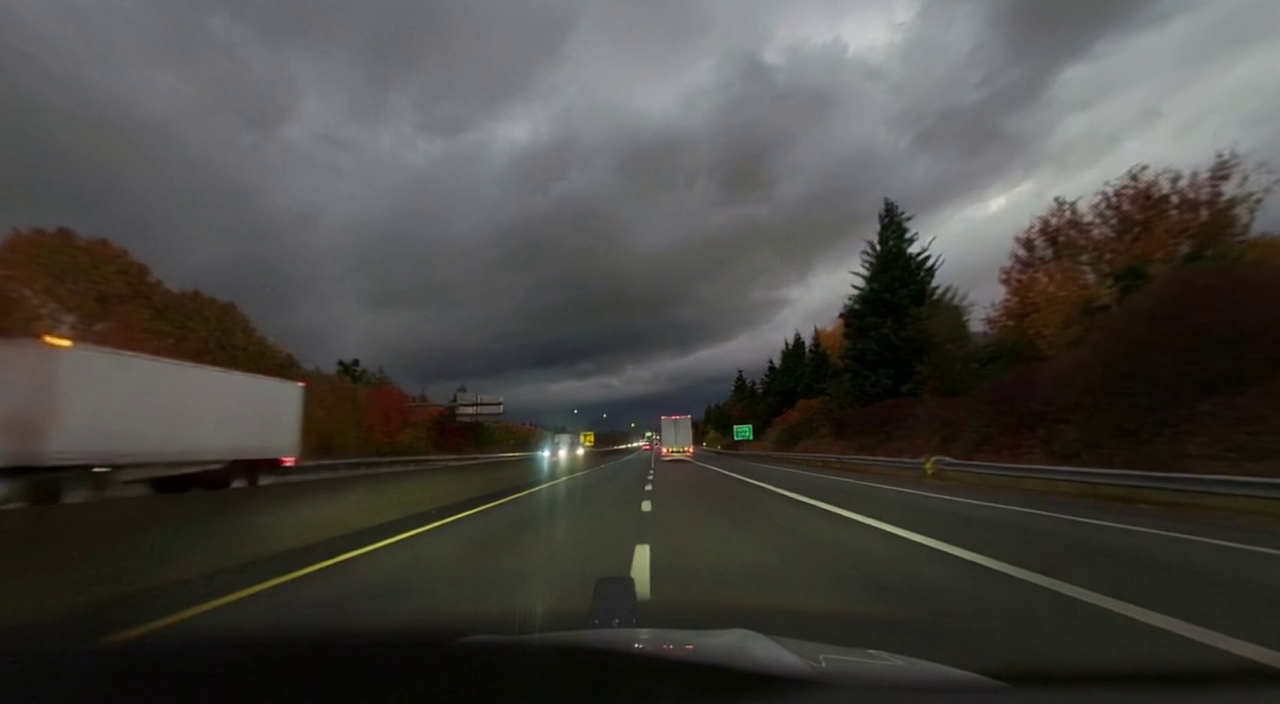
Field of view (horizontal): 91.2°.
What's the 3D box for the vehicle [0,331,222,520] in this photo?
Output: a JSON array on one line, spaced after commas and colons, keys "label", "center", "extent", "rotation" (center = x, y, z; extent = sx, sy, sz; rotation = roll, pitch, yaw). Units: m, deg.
[{"label": "vehicle", "center": [-14.412, 1.748, 14.349], "extent": [2.815, 3.802, 9.551], "rotation": [-1, -9, 1]}]
